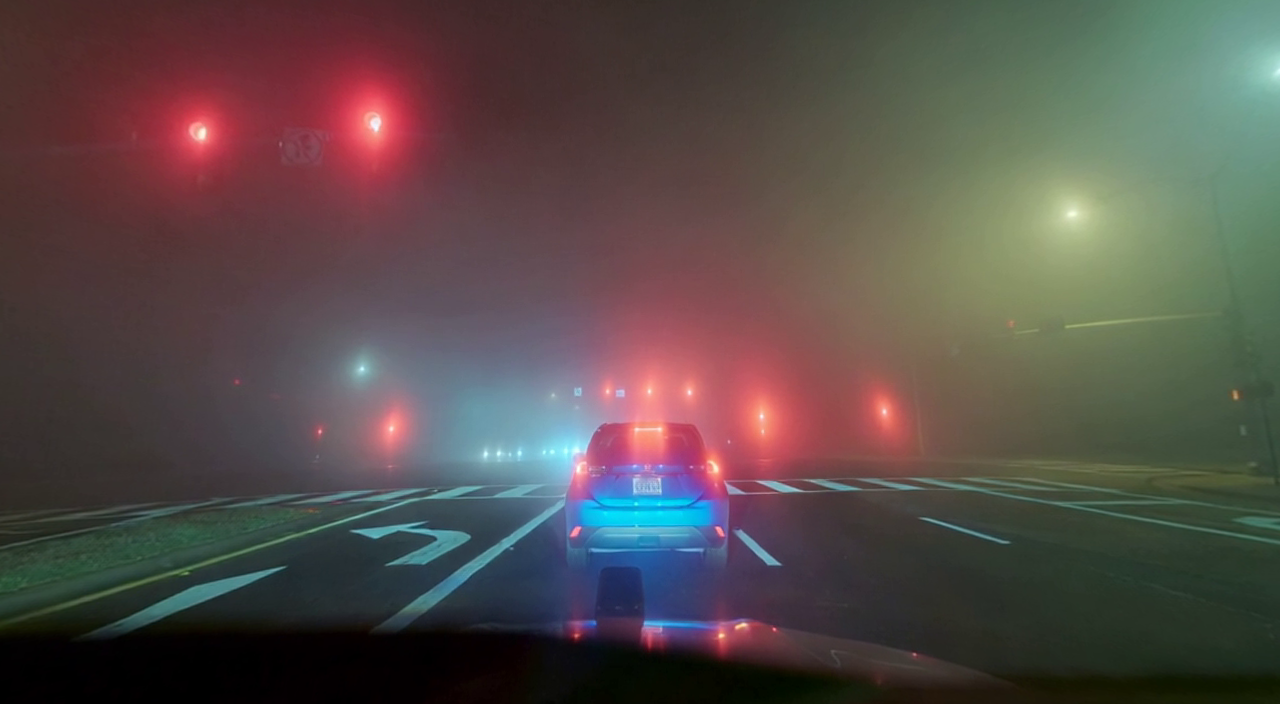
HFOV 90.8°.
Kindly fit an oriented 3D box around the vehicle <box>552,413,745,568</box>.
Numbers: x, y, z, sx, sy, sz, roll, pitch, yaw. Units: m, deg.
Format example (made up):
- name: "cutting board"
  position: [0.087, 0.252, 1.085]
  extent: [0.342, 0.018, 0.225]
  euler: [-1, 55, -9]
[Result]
- name: "vehicle"
  position: [0.052, 1.756, 8.708]
  extent: [2.027, 1.626, 3.942]
  euler: [0, -8, -1]
